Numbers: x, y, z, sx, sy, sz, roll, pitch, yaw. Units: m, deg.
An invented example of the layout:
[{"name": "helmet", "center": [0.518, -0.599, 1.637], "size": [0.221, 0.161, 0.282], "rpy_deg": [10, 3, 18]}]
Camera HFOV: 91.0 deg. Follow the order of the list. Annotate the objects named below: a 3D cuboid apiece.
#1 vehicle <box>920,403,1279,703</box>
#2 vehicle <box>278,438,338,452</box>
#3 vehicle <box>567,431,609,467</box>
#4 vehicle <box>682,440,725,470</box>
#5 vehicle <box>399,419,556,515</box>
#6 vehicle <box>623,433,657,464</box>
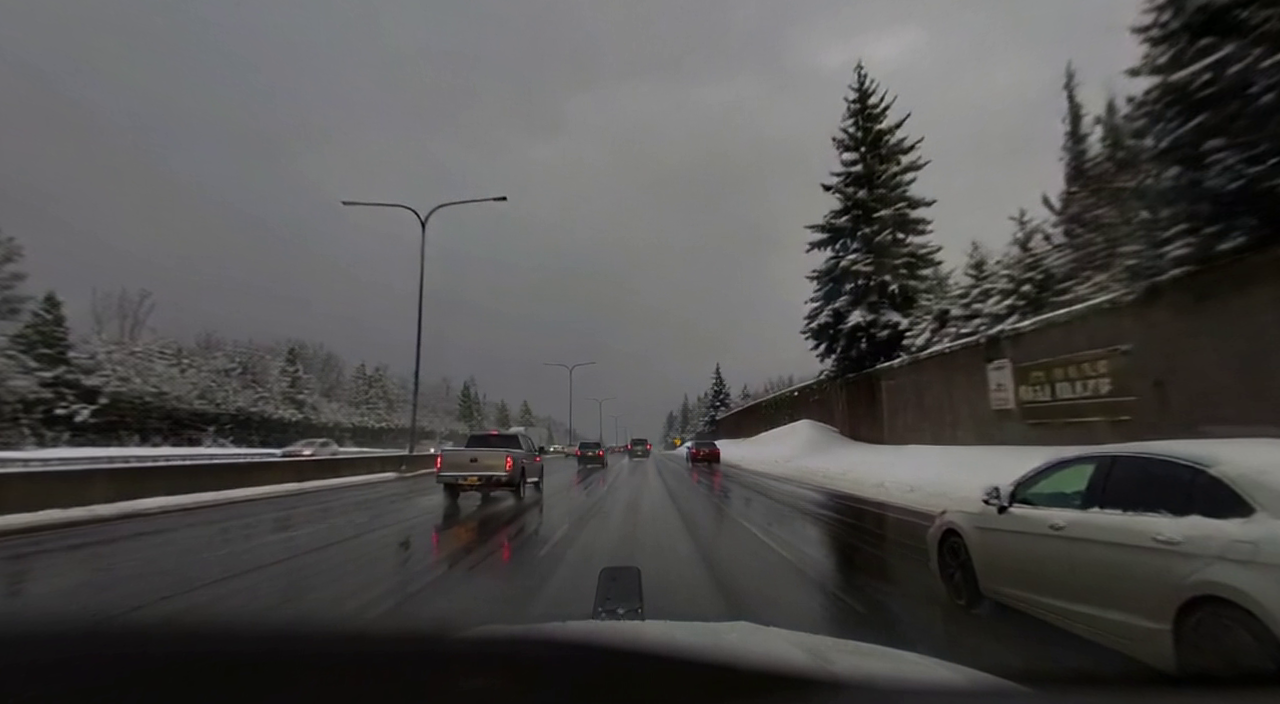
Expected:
[{"name": "vehicle", "center": [3.564, 1.134, 3.429], "size": [1.916, 1.566, 4.611], "rpy_deg": [1, -8, -1]}, {"name": "vehicle", "center": [-19.998, 5.607, 38.070], "size": [1.675, 0.796, 3.525], "rpy_deg": [0, -8, 0]}, {"name": "vehicle", "center": [-3.336, 6.412, 41.548], "size": [2.378, 2.214, 4.352], "rpy_deg": [0, -8, 0]}, {"name": "vehicle", "center": [3.997, 6.548, 40.311], "size": [2.224, 1.752, 4.487], "rpy_deg": [0, -8, -1]}, {"name": "vehicle", "center": [-3.507, 2.616, 14.920], "size": [2.184, 1.819, 5.441], "rpy_deg": [0, -8, 1]}, {"name": "vehicle", "center": [0.002, 7.502, 49.034], "size": [2.485, 2.215, 5.199], "rpy_deg": [0, -8, 0]}]
